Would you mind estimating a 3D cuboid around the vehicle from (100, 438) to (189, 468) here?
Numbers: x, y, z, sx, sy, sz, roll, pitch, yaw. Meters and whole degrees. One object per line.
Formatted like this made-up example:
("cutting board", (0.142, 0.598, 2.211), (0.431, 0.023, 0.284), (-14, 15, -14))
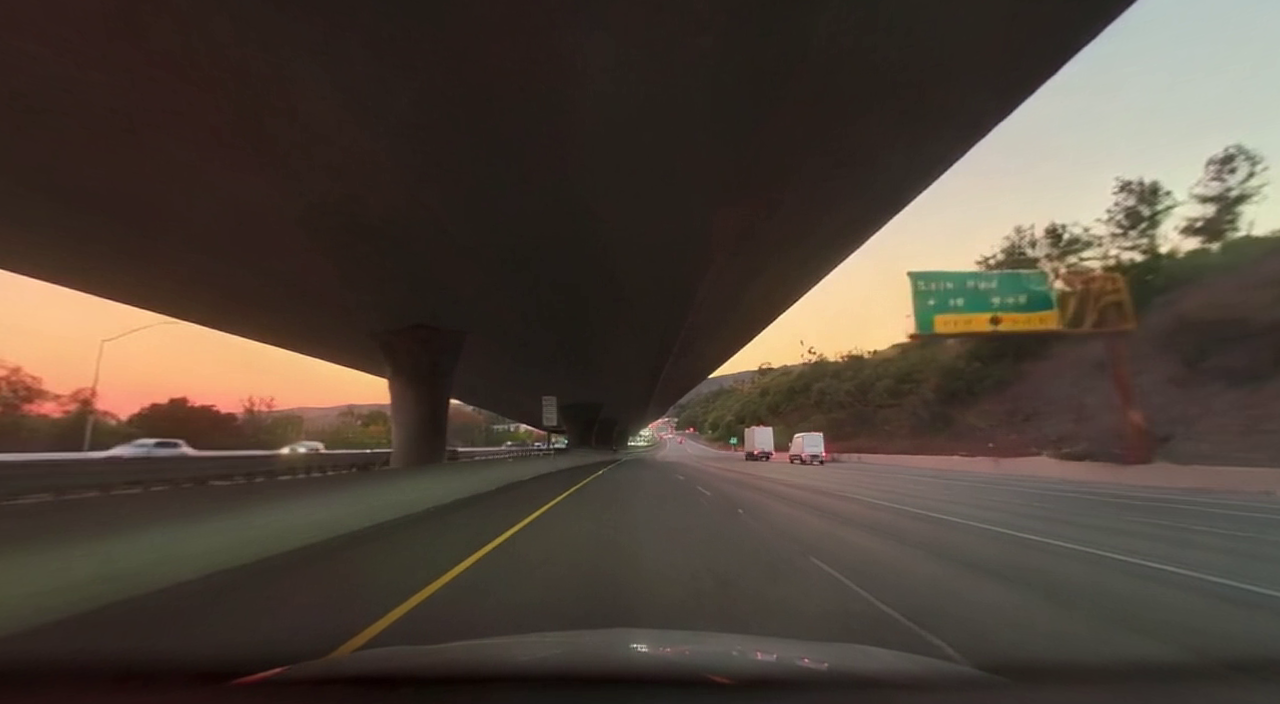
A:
("vehicle", (-33.669, 6.871, 43.157), (2.047, 1.865, 4.880), (0, -8, 0))
